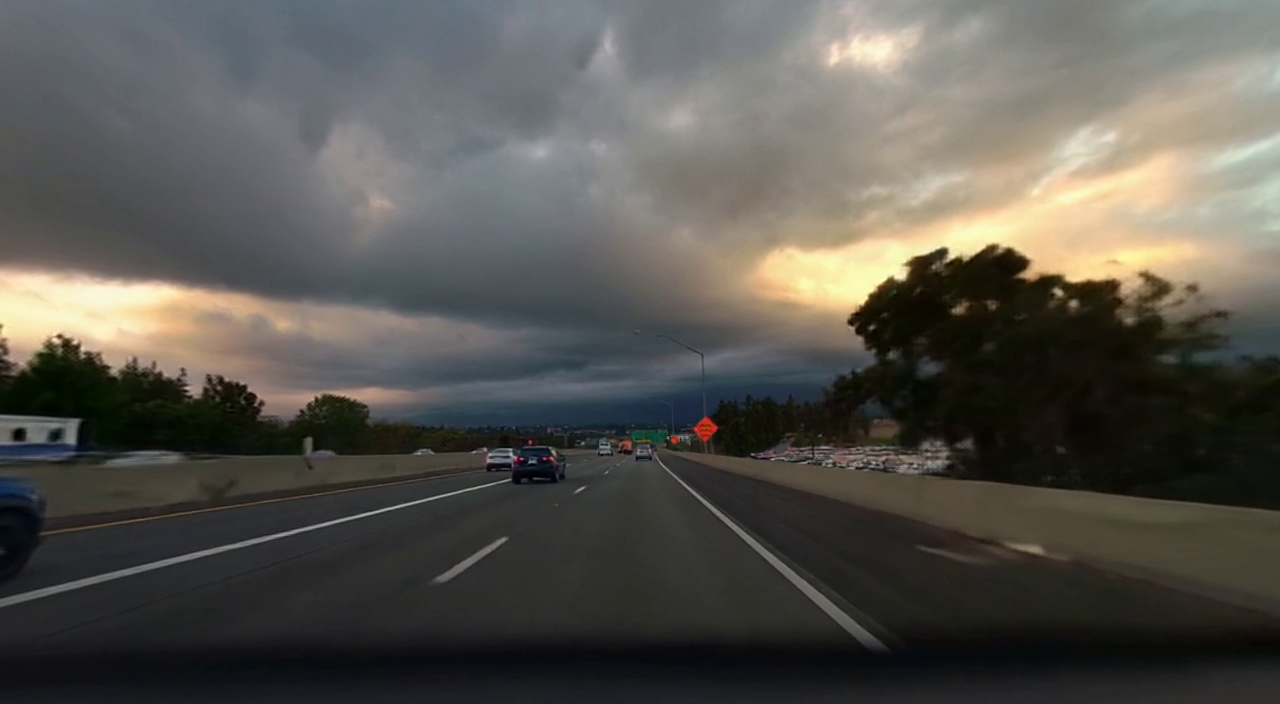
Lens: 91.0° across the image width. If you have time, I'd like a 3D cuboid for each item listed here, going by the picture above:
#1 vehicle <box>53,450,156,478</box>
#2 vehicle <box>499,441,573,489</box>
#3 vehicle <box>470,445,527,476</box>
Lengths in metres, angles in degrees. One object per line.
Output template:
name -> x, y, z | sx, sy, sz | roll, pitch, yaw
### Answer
vehicle -> -32.574, 6.814, 38.529 | 1.850, 1.534, 4.913 | 0, -9, 2
vehicle -> -3.944, 4.354, 24.598 | 2.070, 1.665, 4.213 | 0, -9, 1
vehicle -> -7.537, 5.808, 33.902 | 1.991, 1.538, 4.360 | 0, -9, 1
